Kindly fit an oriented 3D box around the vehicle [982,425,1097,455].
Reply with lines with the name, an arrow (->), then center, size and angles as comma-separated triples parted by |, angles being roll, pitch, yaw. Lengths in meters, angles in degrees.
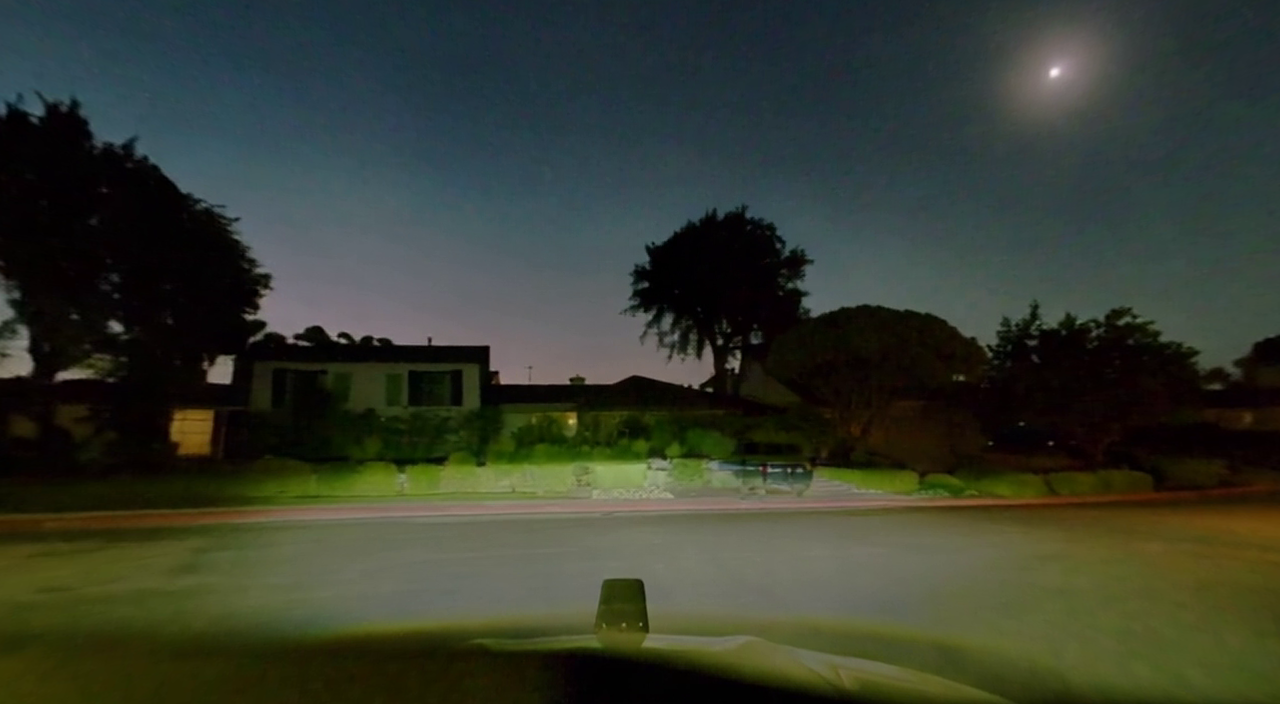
vehicle -> 21.588, 4.783, 34.146 | 5.089, 1.517, 1.791 | 1, -8, -5
